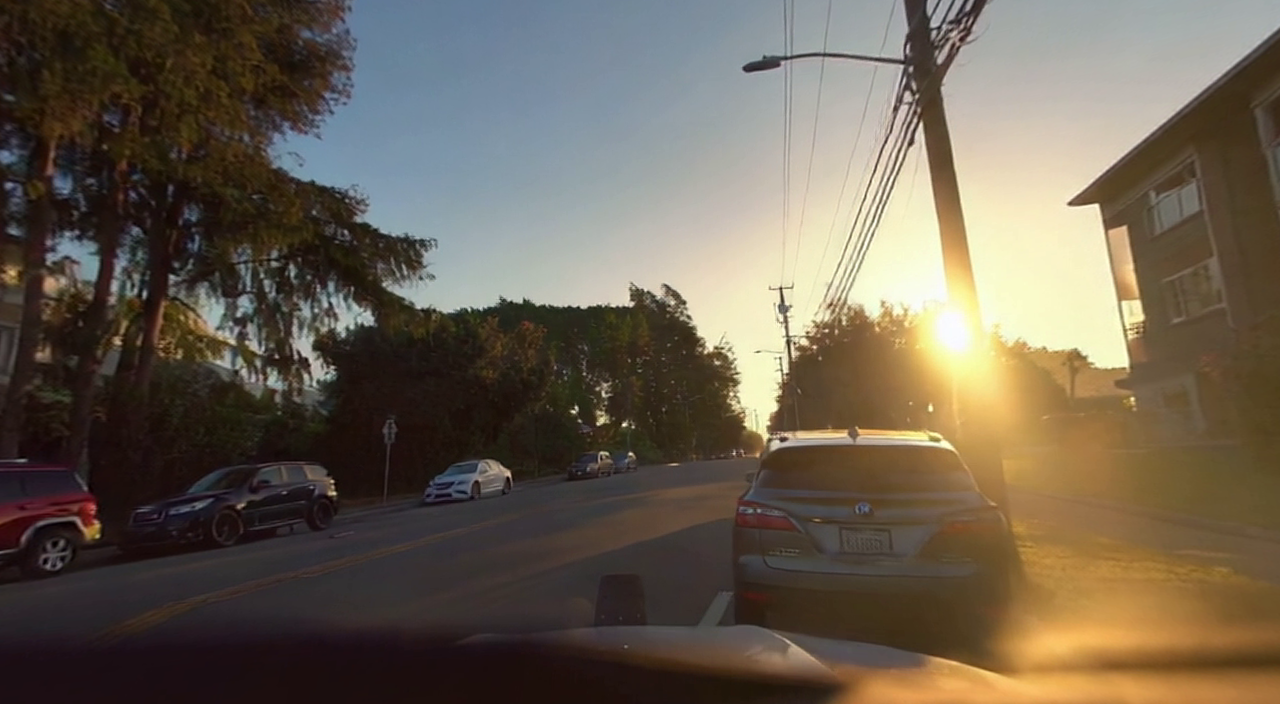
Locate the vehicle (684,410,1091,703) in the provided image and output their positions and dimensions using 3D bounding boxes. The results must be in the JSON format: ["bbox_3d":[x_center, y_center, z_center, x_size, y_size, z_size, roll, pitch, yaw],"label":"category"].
[{"bbox_3d":[1.770,1.436,5.731,2.030,1.535,4.683,-2,-9,12],"label":"vehicle"}]

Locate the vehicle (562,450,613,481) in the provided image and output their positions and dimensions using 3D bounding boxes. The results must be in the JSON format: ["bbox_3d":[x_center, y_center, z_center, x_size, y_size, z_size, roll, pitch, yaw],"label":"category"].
[{"bbox_3d":[-3.242,7.141,40.025,2.011,1.801,4.676,-2,-9,12],"label":"vehicle"}]

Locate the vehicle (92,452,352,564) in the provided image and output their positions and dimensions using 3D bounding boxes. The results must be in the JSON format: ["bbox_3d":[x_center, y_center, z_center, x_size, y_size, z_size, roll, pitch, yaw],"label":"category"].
[{"bbox_3d":[-8.576,3.205,13.611,2.068,1.745,4.579,-9,-11,8],"label":"vehicle"}]

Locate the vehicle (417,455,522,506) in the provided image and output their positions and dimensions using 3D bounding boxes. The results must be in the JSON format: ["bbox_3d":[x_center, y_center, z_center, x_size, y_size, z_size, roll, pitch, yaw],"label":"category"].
[{"bbox_3d":[-6.622,5.033,25.074,2.017,1.582,4.664,-9,-12,11],"label":"vehicle"}]

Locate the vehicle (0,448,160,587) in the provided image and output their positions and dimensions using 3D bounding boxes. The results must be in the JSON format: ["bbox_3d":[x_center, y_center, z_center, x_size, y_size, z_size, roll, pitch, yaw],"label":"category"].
[{"bbox_3d":[-9.646,2.345,8.474,1.973,1.848,5.100,-9,-12,9],"label":"vehicle"}]
